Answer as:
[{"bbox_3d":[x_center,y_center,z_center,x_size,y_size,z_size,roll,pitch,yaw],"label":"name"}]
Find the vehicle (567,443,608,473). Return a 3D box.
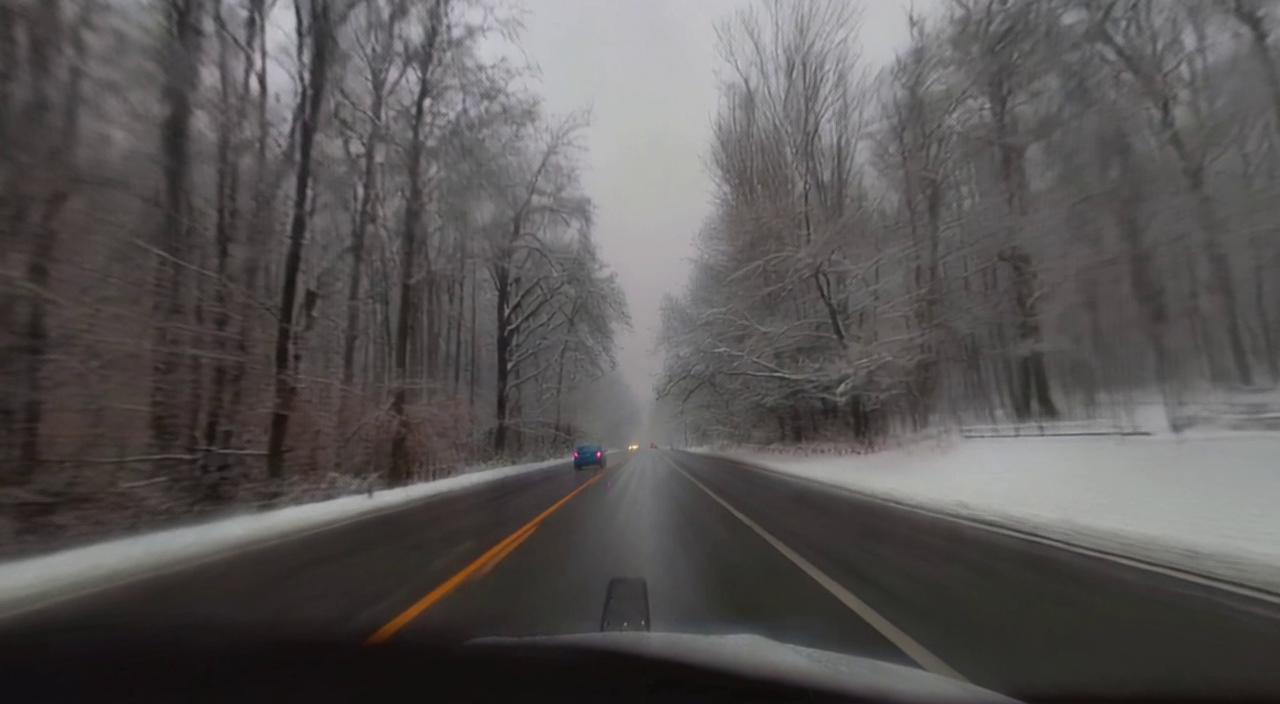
[{"bbox_3d":[-2.808,5.770,34.470,1.902,1.505,4.016,0,-9,0],"label":"vehicle"}]
